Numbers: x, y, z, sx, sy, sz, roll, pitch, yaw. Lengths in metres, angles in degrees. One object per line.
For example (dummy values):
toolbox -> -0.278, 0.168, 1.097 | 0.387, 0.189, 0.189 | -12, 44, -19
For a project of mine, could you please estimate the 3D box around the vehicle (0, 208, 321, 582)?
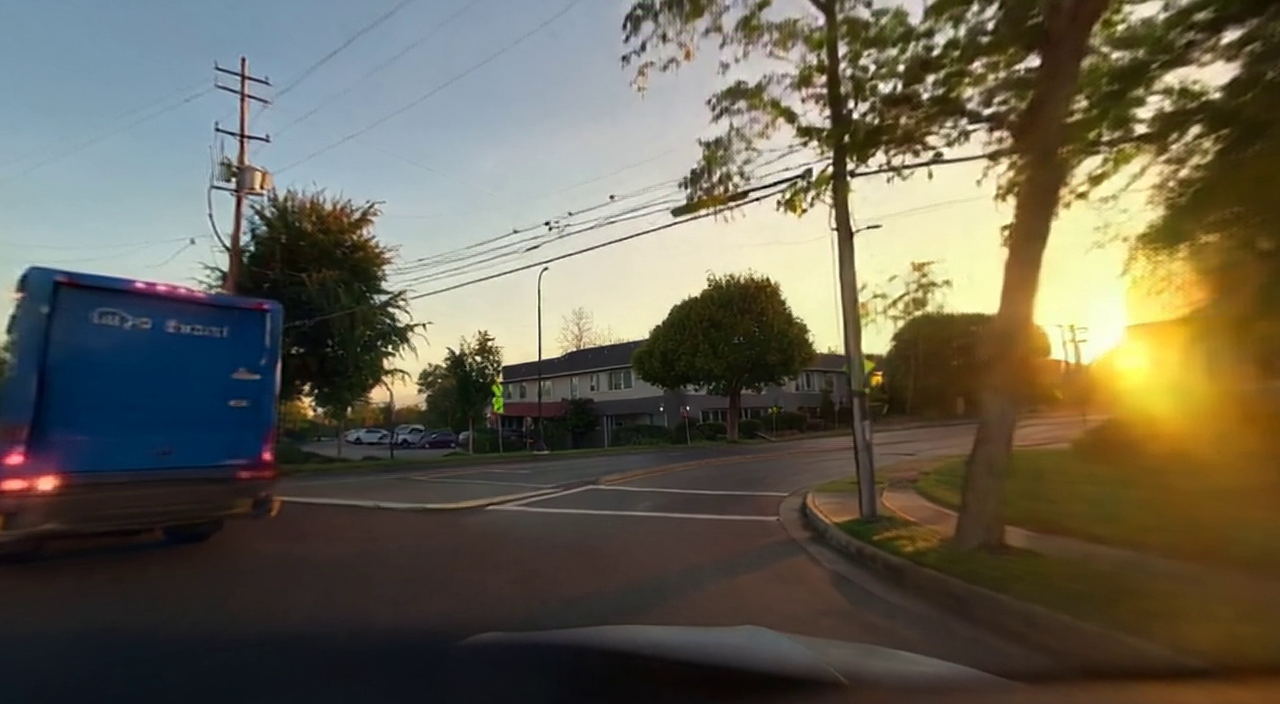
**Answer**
vehicle -> -8.787, 0.920, 9.481 | 9.680, 3.326, 2.838 | -6, -10, 36
